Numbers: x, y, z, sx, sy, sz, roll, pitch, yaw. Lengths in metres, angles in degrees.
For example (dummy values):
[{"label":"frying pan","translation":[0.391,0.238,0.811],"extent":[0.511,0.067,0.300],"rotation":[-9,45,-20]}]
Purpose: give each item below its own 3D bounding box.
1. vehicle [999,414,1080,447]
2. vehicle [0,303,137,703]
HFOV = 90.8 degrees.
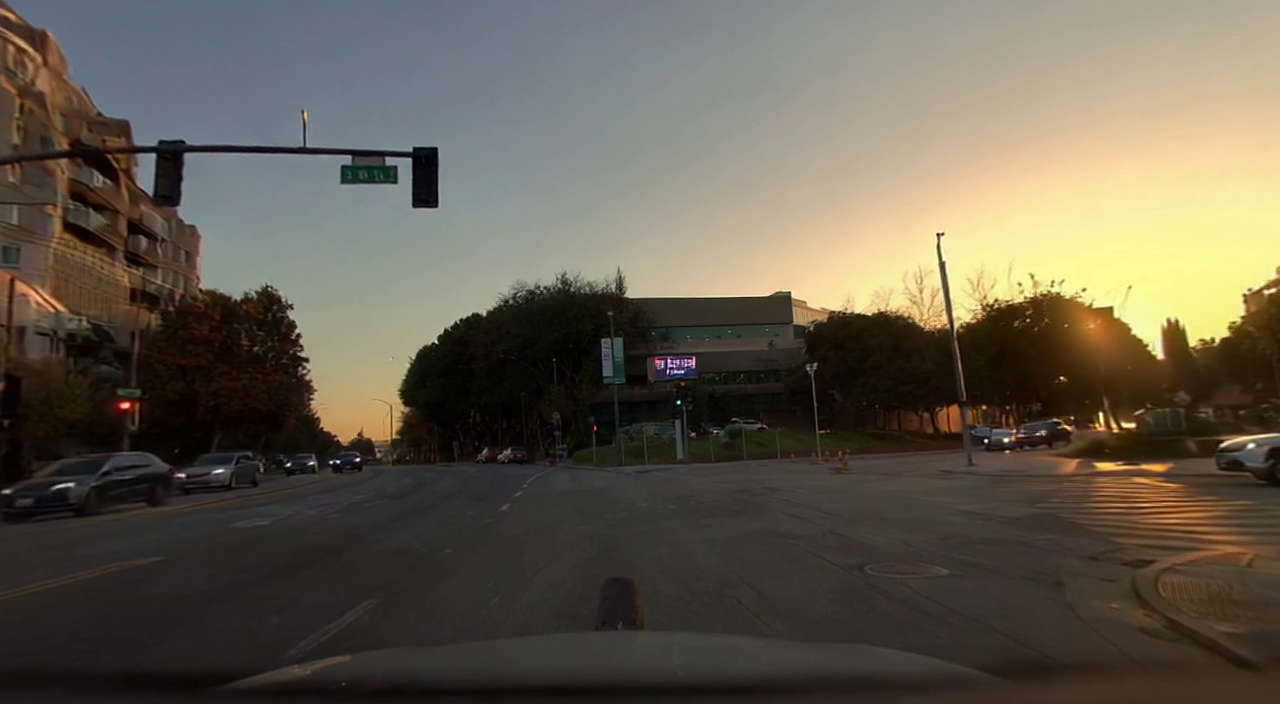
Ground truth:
[{"label":"vehicle","translation":[24.741,4.910,39.092],"extent":[4.523,1.908,1.930],"rotation":[4,-9,-25]},{"label":"vehicle","translation":[-3.514,0.423,0.391],"extent":[2.134,1.799,5.082],"rotation":[0,-9,1]}]
